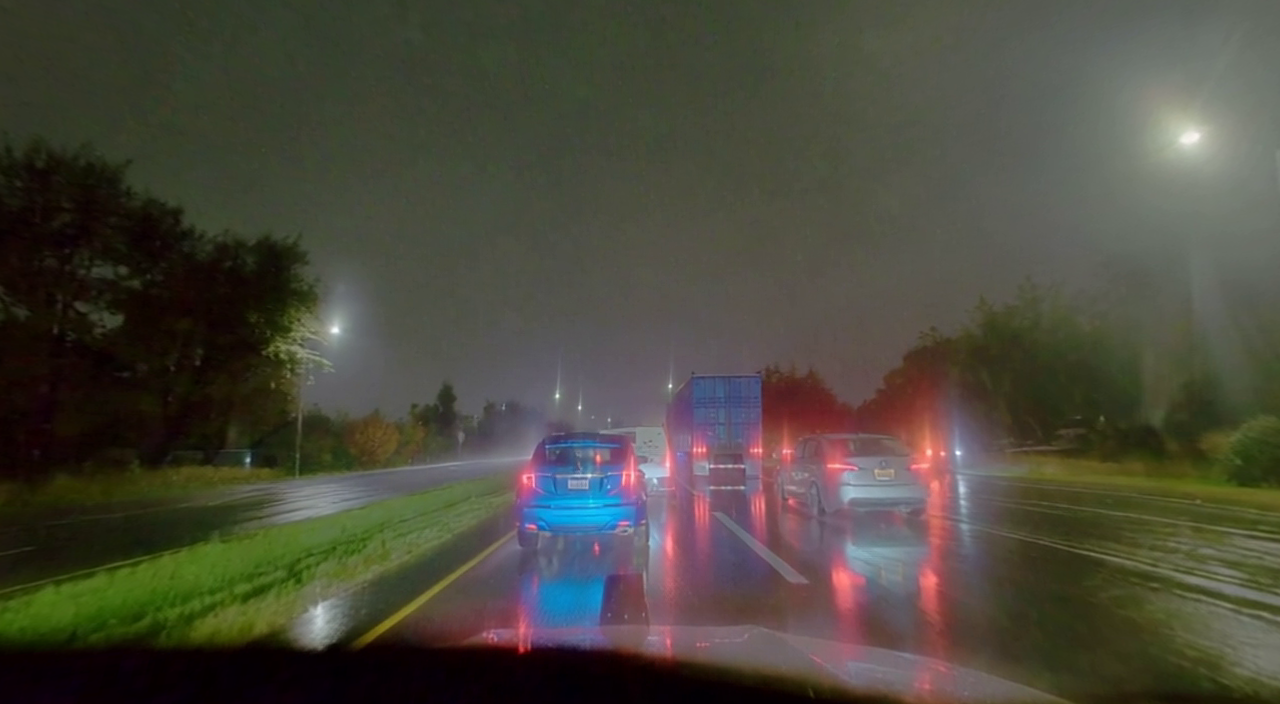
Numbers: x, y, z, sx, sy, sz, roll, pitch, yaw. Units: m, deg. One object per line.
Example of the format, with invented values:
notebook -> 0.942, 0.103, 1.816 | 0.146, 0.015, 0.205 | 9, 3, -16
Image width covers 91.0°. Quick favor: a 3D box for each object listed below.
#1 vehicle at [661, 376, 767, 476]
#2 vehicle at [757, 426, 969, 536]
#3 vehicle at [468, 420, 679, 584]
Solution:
vehicle -> 3.454, 4.320, 35.469 | 3.591, 4.290, 16.696 | 0, -8, -1
vehicle -> 3.544, 2.137, 11.150 | 1.960, 1.515, 4.713 | 0, -8, -1
vehicle -> -0.707, 1.730, 8.110 | 2.009, 1.554, 4.013 | 0, -8, -2
